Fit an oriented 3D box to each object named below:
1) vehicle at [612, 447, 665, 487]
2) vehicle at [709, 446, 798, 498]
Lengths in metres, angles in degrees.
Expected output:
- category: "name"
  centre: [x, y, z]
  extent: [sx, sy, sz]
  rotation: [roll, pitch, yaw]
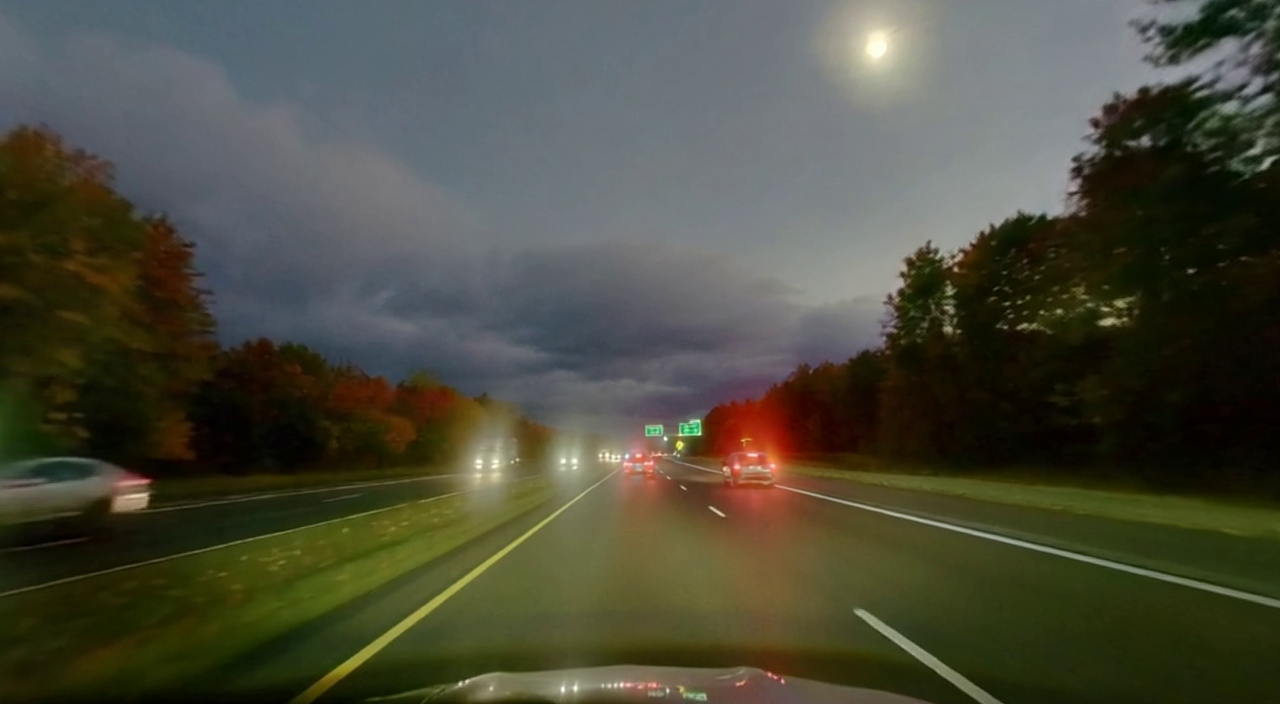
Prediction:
- category: "vehicle"
  centre: [-0.056, 4.933, 27.136]
  extent: [2.070, 1.546, 4.648]
  rotation: [0, -9, 0]
- category: "vehicle"
  centre: [3.675, 3.965, 21.115]
  extent: [2.119, 1.557, 4.163]
  rotation: [0, -9, -1]
